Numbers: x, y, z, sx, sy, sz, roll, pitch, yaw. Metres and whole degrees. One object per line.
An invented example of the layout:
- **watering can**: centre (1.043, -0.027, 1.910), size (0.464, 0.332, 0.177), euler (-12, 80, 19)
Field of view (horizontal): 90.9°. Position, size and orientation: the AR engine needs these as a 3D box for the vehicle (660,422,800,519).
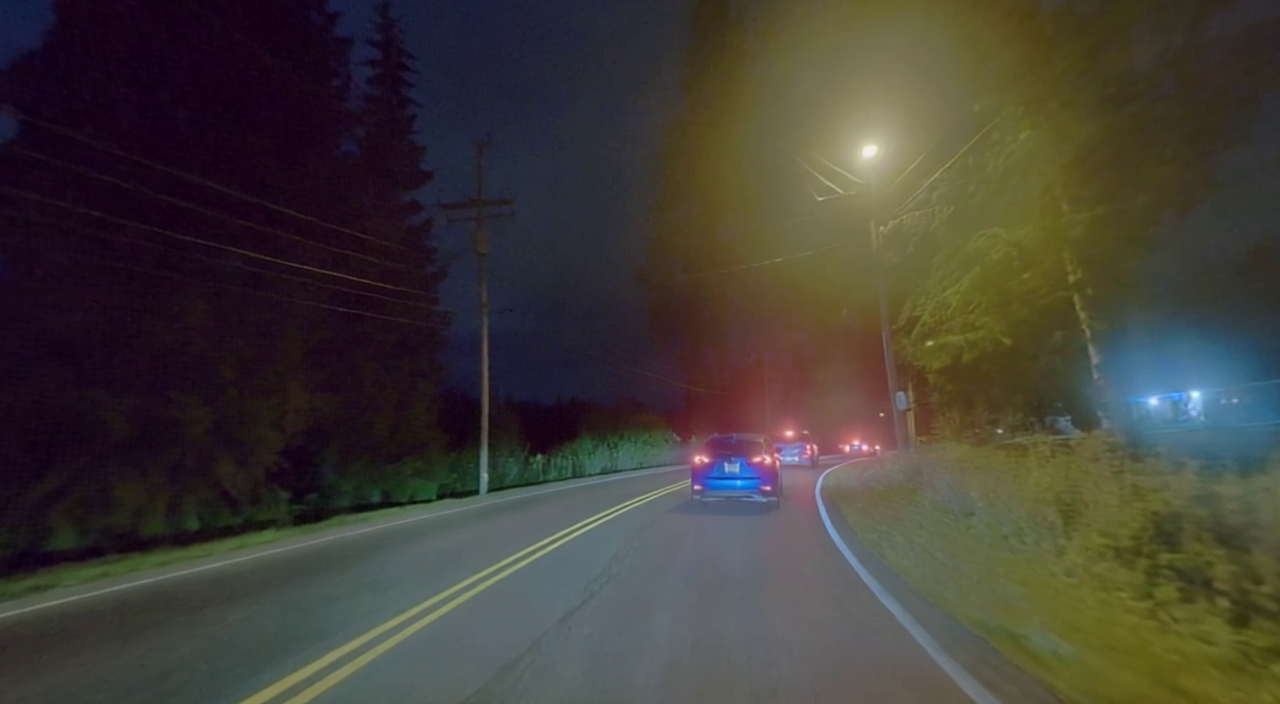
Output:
- **vehicle**: centre (1.982, 2.264, 12.568), size (2.157, 1.565, 4.243), euler (-3, -9, 16)
